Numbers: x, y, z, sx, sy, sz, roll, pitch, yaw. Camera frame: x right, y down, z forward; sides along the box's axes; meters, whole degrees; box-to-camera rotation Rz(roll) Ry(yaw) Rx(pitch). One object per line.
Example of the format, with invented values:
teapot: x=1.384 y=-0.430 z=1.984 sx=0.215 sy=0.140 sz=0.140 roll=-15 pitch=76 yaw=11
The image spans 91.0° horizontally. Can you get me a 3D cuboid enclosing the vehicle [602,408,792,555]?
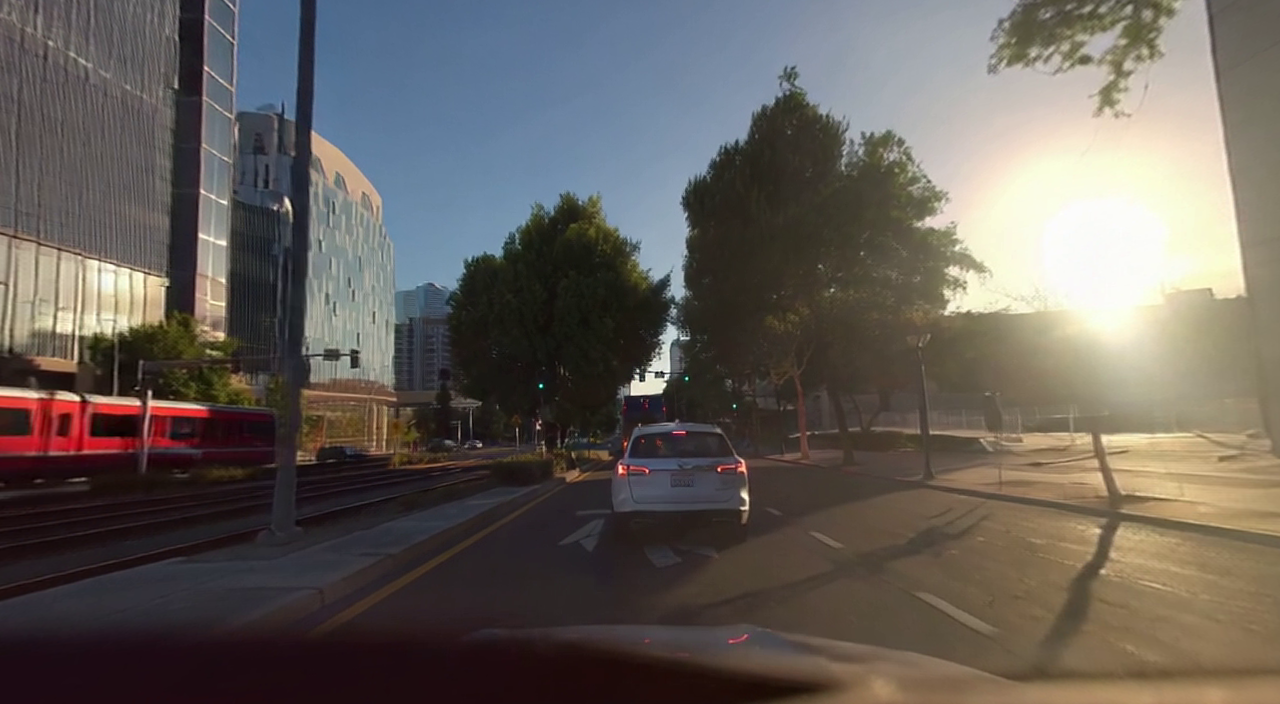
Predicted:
vehicle: x=0.594 y=1.808 z=9.397 sx=2.190 sy=1.684 sz=4.084 roll=0 pitch=-9 yaw=-2

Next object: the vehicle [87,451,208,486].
vehicle: x=-23.082 y=5.433 z=29.784 sx=1.900 sy=1.465 sz=4.781 roll=0 pitch=-9 yaw=-1

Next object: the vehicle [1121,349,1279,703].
vehicle: x=3.826 y=0.614 z=1.134 sx=2.212 sy=1.709 sz=4.715 roll=0 pitch=-9 yaw=1
